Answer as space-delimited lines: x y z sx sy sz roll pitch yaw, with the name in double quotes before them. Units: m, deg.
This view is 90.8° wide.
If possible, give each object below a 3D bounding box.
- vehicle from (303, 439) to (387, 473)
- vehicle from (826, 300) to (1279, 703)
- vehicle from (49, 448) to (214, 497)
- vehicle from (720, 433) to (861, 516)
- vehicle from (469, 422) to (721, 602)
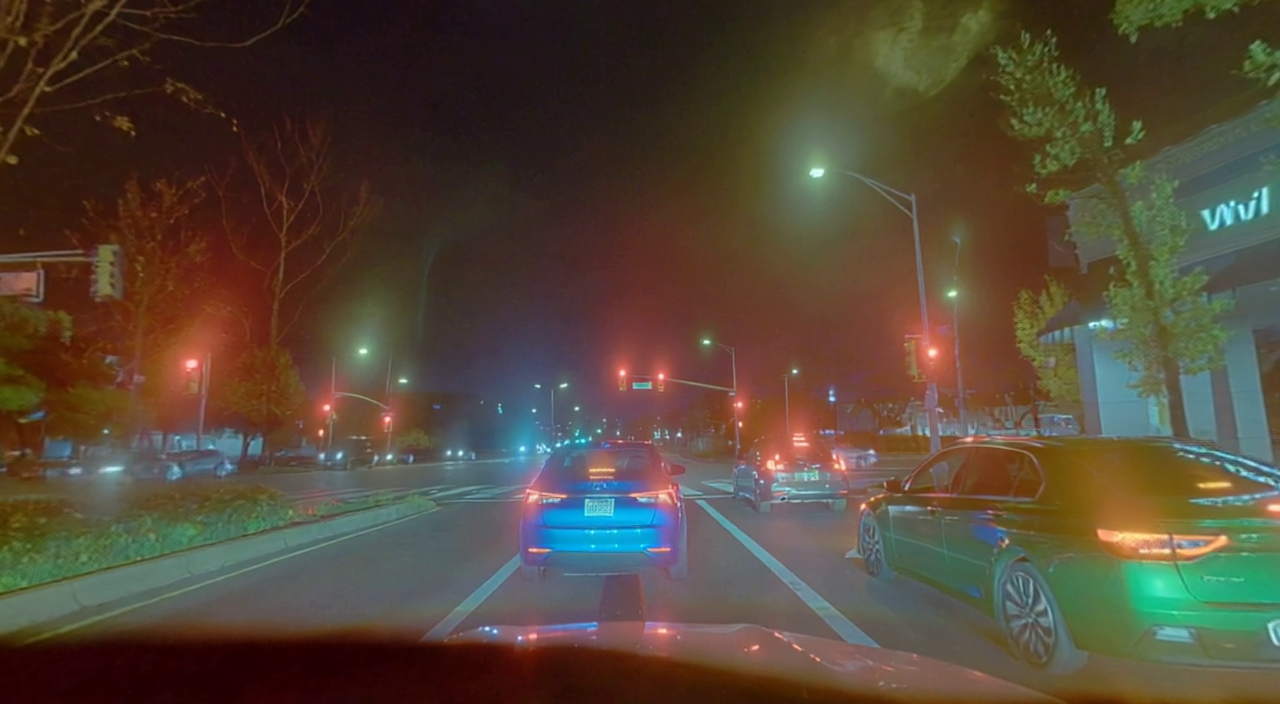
"vehicle" -17.986 6.364 38.936 2.308 1.903 5.813 0 -8 0
"vehicle" 3.571 1.113 5.059 2.572 1.945 5.065 0 -8 0
"vehicle" -18.246 4.301 23.028 2.130 1.550 4.618 0 -8 1
"vehicle" 3.151 2.673 14.328 2.026 1.549 4.559 0 -8 -1
"vehicle" -0.406 1.655 7.398 2.143 1.520 3.848 0 -8 -1
